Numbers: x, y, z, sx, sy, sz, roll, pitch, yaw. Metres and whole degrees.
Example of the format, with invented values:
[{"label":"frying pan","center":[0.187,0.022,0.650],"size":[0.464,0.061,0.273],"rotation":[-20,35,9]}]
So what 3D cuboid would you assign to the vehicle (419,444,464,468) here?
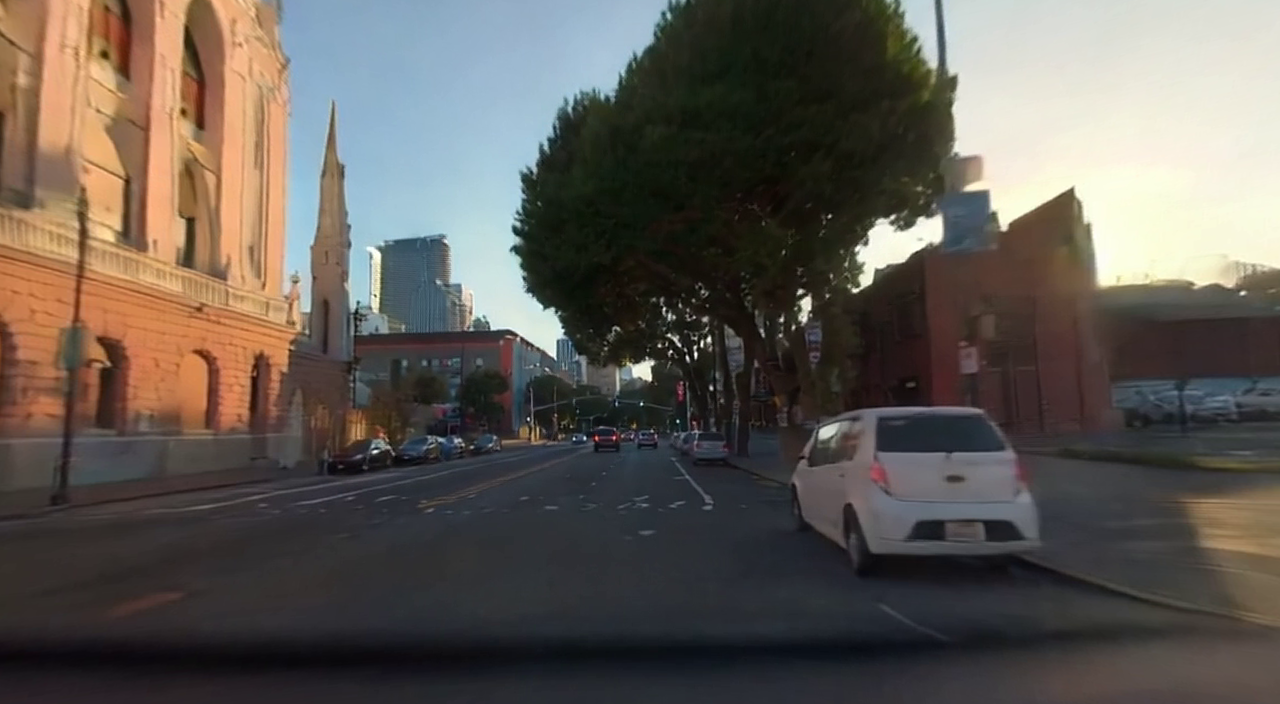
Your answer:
[{"label":"vehicle","center":[-15.282,7.984,48.928],"size":[2.076,1.672,4.499],"rotation":[-2,-8,0]}]

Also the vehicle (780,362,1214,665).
[{"label":"vehicle","center":[3.086,1.456,7.058],"size":[2.074,2.041,5.045],"rotation":[2,-8,2]}]

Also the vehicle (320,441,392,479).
[{"label":"vehicle","center":[-15.033,5.724,33.760],"size":[1.978,1.819,4.477],"rotation":[-2,-9,-3]}]

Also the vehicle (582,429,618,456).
[{"label":"vehicle","center":[-2.914,6.766,47.380],"size":[2.293,1.936,4.737],"rotation":[0,-8,1]}]
